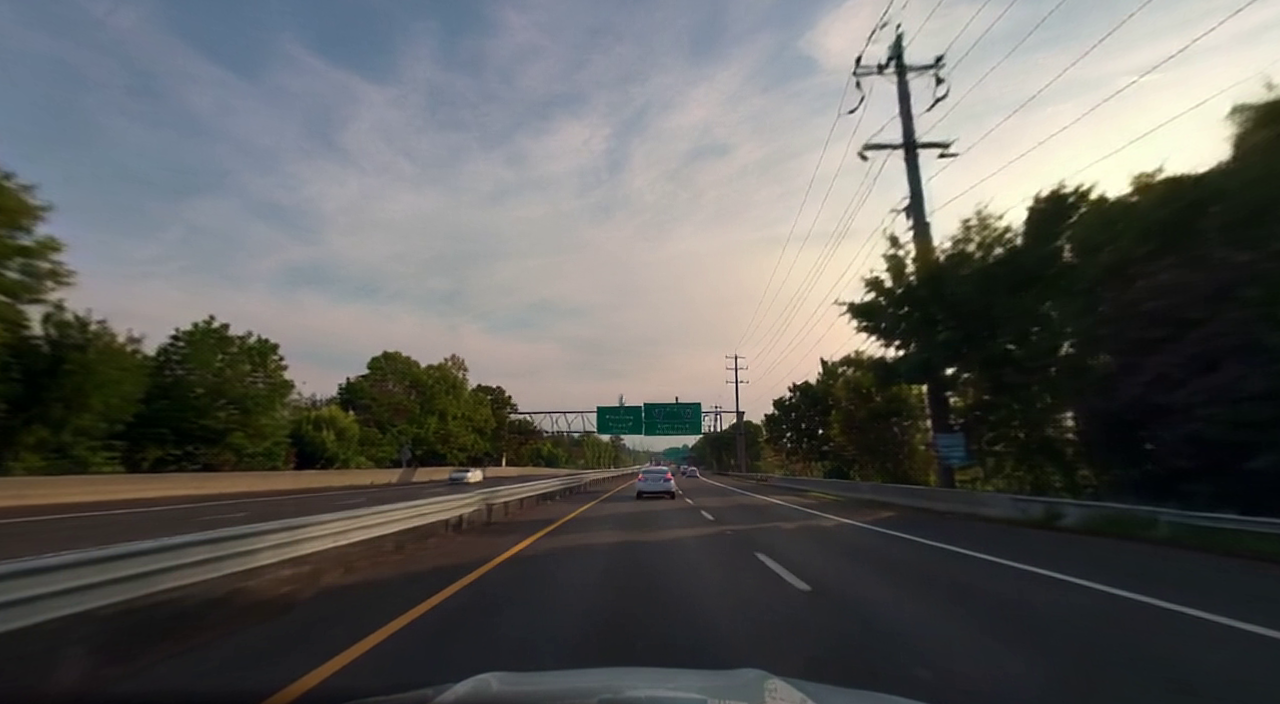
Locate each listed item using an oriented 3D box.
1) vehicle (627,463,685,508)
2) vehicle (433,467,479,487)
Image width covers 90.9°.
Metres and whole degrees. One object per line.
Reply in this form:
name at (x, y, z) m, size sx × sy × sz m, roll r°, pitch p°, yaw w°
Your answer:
vehicle at (0.560, 4.917, 23.519) m, size 1.987 × 1.480 × 3.786 m, roll 1°, pitch -10°, yaw 0°
vehicle at (-14.267, 9.729, 49.144) m, size 1.980 × 1.476 × 4.619 m, roll 0°, pitch -10°, yaw 3°
